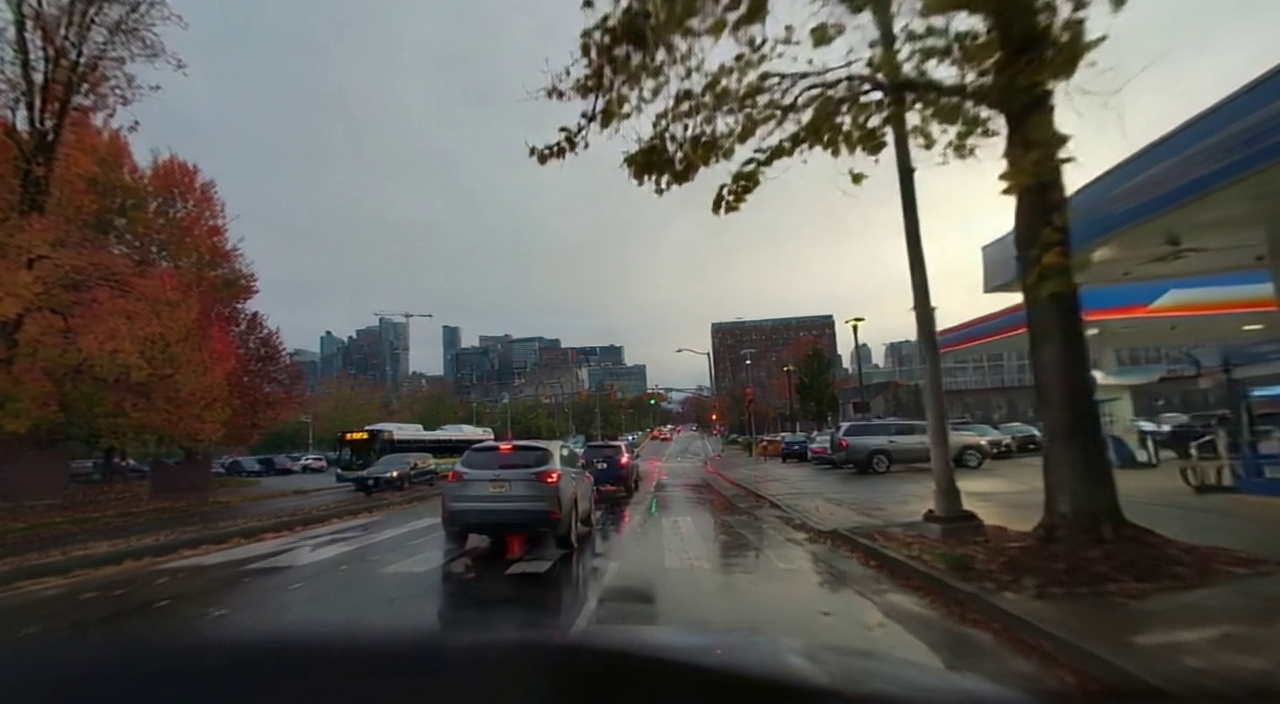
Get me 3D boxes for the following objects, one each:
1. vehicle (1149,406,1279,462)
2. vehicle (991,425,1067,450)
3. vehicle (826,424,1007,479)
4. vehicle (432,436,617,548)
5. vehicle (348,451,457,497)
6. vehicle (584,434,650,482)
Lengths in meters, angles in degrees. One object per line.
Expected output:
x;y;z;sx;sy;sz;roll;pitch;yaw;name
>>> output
17.764;2.394;18.191;4.064;1.507;2.078;-1;-9;3;vehicle
26.403;5.803;42.602;3.847;1.490;1.883;-1;-8;-5;vehicle
8.899;3.247;20.598;4.894;1.451;2.089;-4;-8;3;vehicle
-1.662;2.227;10.638;2.092;1.507;4.078;-1;-9;4;vehicle
-9.276;4.795;25.077;2.054;1.599;5.178;-1;-9;3;vehicle
-0.815;4.226;25.152;2.365;1.751;3.904;-1;-9;2;vehicle
